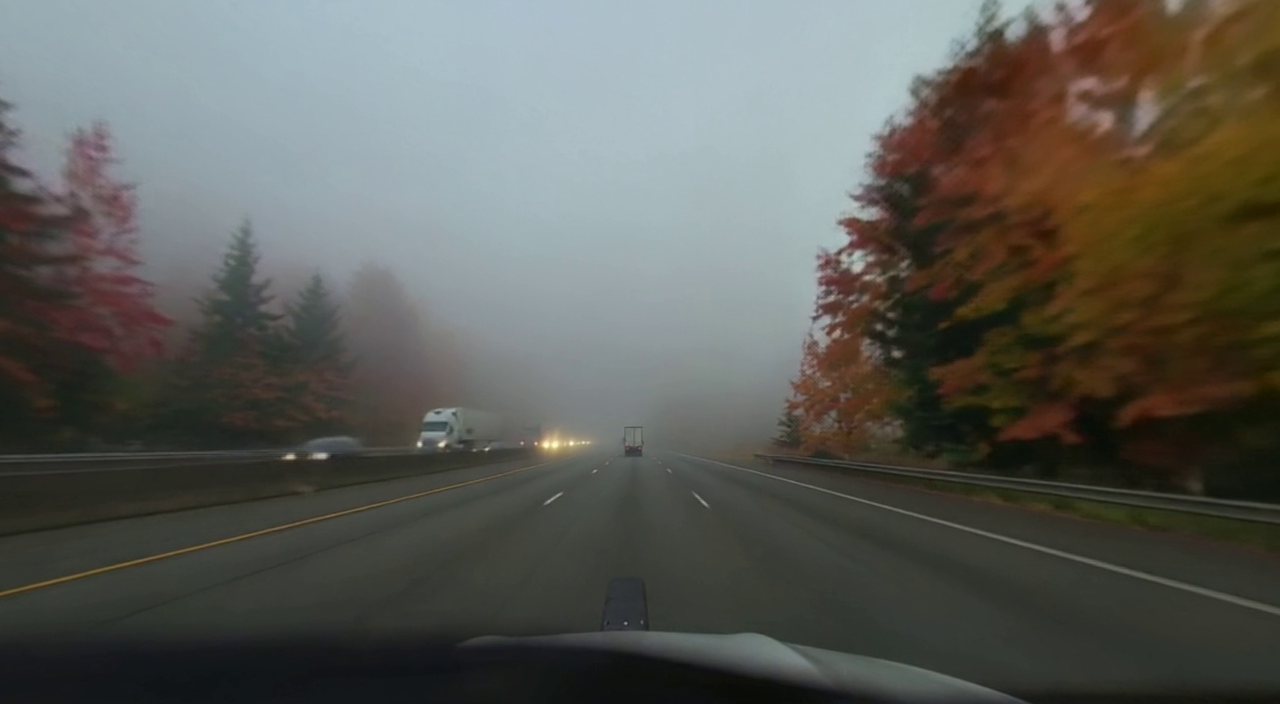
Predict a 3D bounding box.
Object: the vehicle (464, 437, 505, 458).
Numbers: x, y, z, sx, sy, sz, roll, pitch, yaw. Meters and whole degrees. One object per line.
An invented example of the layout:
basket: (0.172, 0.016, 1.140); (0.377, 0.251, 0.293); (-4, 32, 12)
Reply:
vehicle: (-11.461, 7.060, 46.603); (1.948, 1.519, 4.592); (0, -8, -1)

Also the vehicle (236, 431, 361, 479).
vehicle: (-11.730, 3.551, 22.008); (1.925, 1.490, 4.372); (0, -8, 0)
